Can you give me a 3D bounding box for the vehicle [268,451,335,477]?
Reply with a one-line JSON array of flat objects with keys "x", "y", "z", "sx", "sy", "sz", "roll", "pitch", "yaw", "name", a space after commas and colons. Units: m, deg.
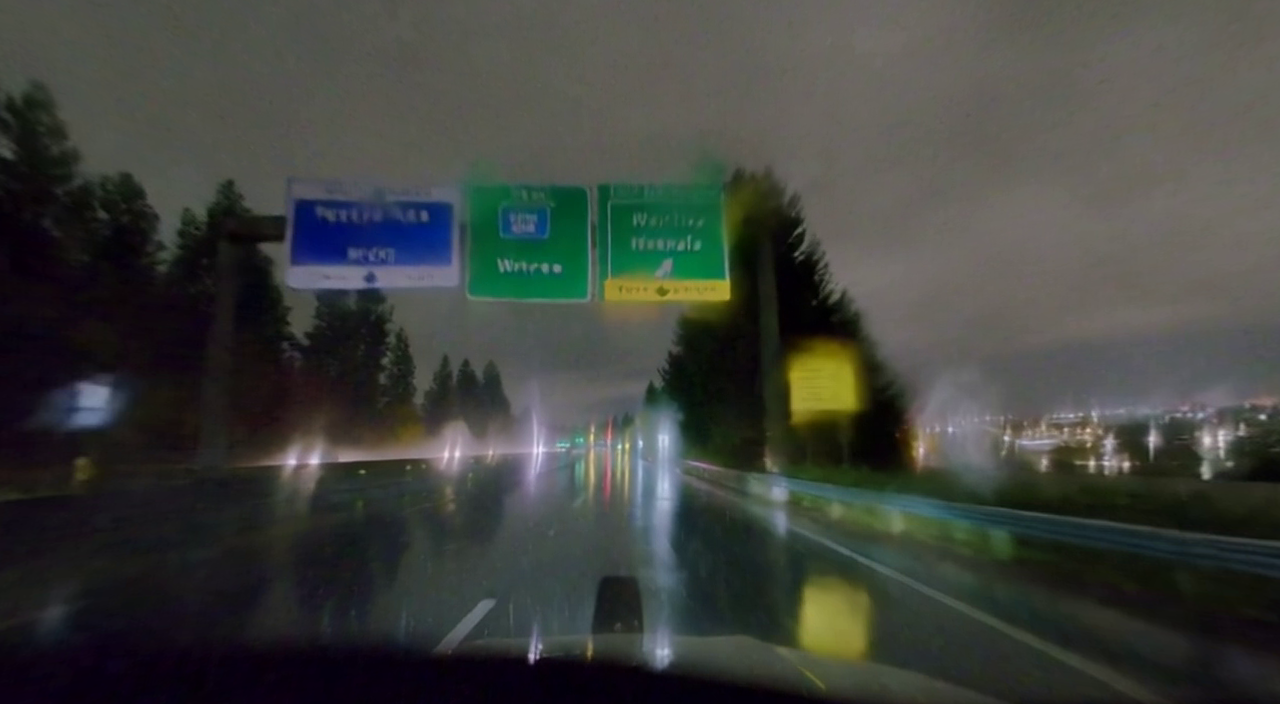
[{"x": -21.192, "y": 7.005, "z": 39.416, "sx": 1.790, "sy": 1.464, "sz": 4.417, "roll": 0, "pitch": -9, "yaw": -1, "name": "vehicle"}]
